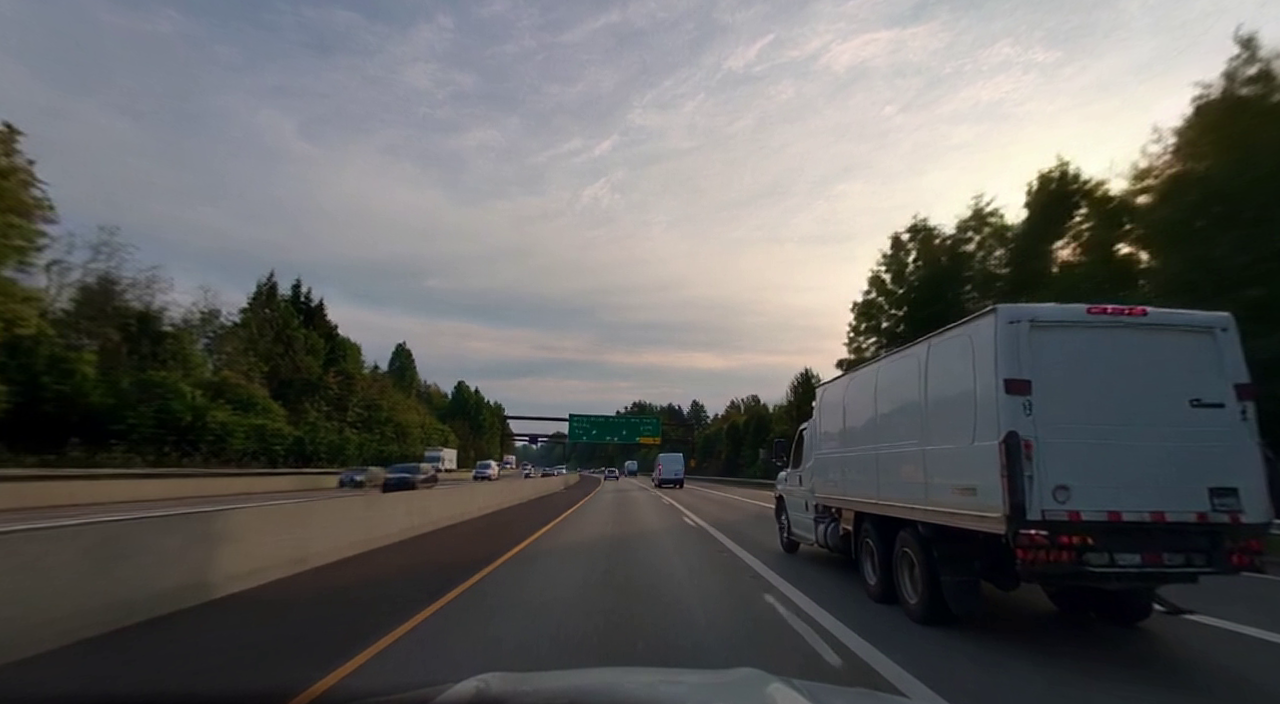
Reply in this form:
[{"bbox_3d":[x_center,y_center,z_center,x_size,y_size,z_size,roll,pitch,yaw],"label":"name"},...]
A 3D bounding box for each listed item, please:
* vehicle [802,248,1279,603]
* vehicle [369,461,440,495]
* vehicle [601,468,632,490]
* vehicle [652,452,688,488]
[{"bbox_3d":[7.157,2.058,14.384,2.866,4.102,14.351,1,-10,-1],"label":"vehicle"},{"bbox_3d":[-11.203,6.025,30.189,1.890,1.515,3.920,1,-10,-1],"label":"vehicle"},{"bbox_3d":[-1.716,9.180,45.589,2.106,1.524,4.381,1,-10,-2],"label":"vehicle"},{"bbox_3d":[2.267,9.192,49.026,2.291,2.639,5.280,1,-10,-3],"label":"vehicle"}]
